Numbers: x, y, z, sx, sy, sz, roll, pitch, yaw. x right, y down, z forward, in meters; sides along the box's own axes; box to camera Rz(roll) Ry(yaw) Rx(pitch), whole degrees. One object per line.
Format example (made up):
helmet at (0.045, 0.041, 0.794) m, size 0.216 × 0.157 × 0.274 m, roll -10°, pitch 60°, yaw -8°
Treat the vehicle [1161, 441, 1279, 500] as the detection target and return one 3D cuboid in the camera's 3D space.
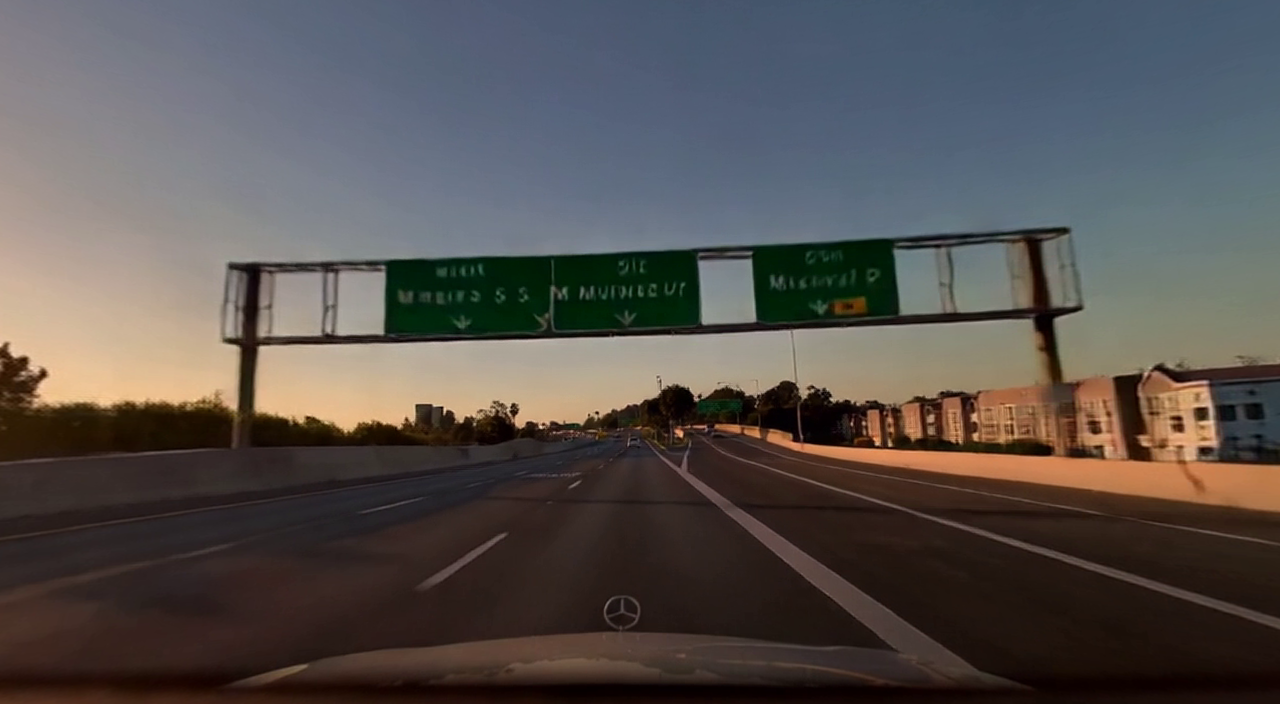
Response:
vehicle at (22.565, 4.289, 23.348) m, size 2.013 × 1.958 × 5.318 m, roll -1°, pitch -8°, yaw -1°
